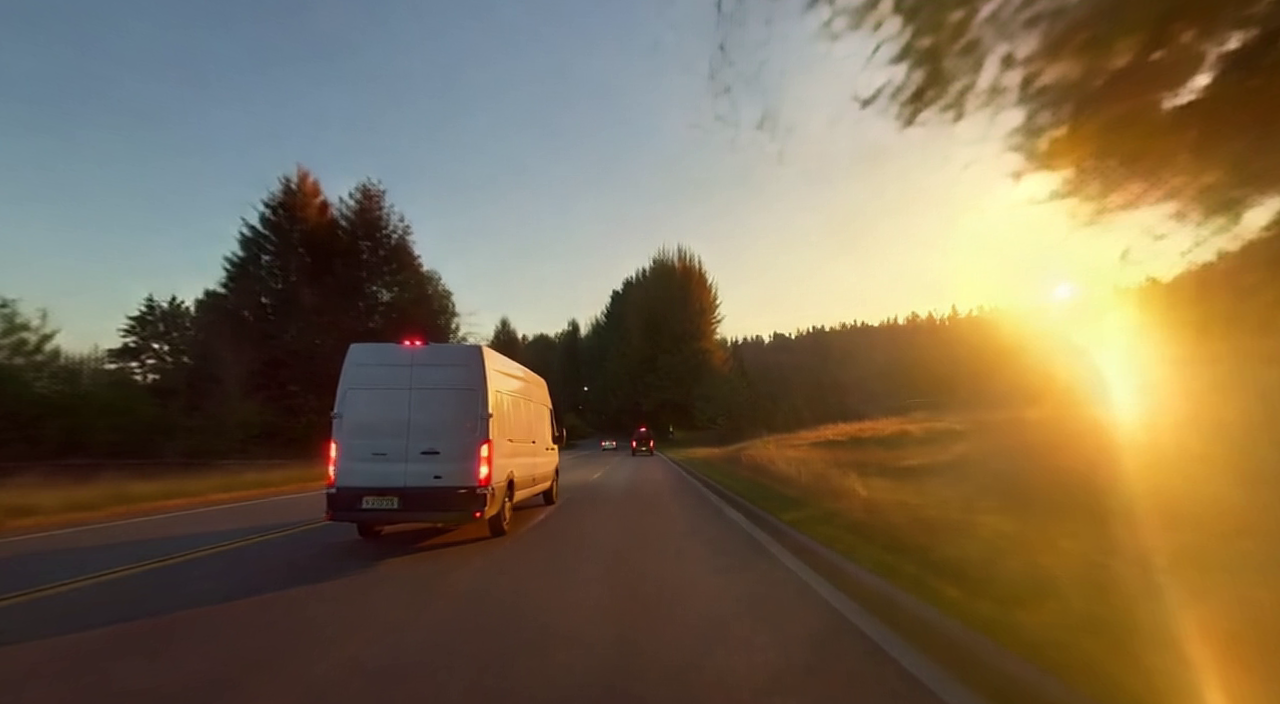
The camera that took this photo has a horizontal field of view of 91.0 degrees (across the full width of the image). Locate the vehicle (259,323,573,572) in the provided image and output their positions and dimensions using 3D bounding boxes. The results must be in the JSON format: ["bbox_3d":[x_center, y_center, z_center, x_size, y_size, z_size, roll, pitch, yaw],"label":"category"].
[{"bbox_3d":[-2.681,1.417,9.721,2.497,2.628,6.016,0,-8,1],"label":"vehicle"}]
